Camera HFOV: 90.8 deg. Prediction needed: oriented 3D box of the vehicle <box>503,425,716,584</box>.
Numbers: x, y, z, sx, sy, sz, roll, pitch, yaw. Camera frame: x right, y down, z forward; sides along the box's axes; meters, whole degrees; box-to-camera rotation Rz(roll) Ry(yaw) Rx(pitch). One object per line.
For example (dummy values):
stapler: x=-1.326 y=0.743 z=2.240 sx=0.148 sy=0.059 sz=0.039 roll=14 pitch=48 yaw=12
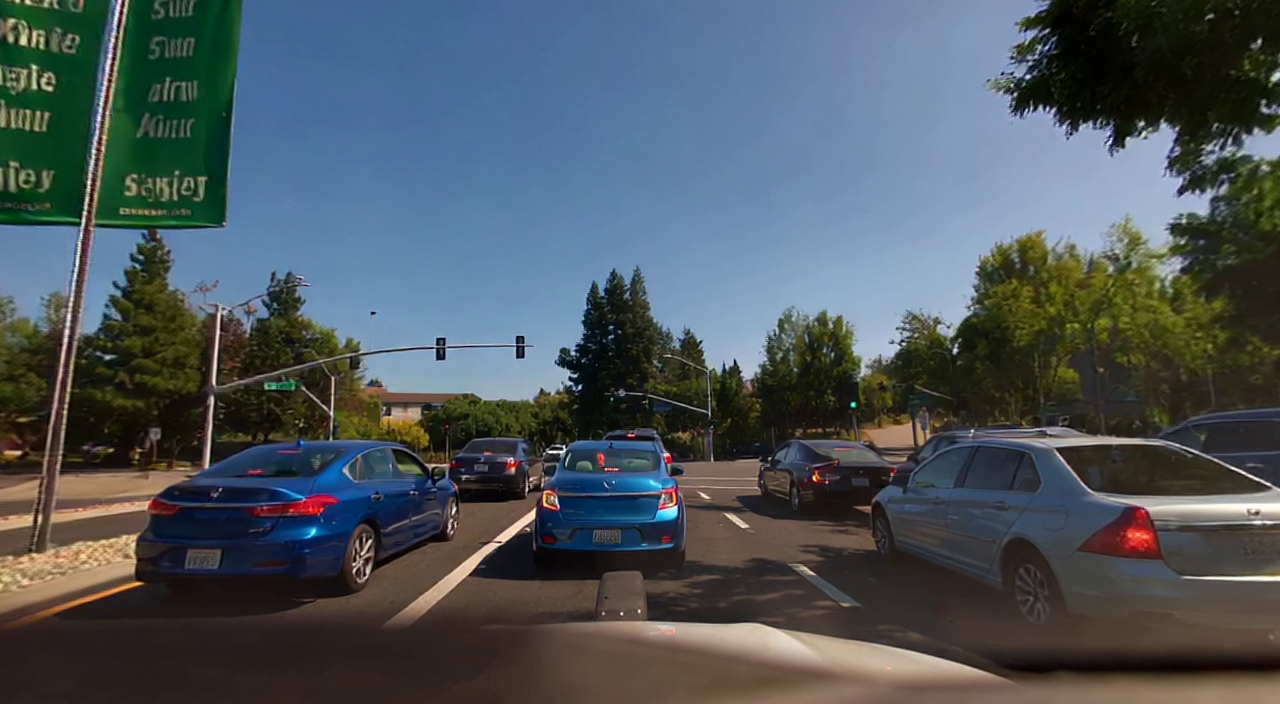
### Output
vehicle: x=-0.314 y=1.709 z=7.835 sx=1.994 sy=1.479 sz=3.647 roll=0 pitch=-9 yaw=-1

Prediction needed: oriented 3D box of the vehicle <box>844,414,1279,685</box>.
vehicle: x=3.594 y=1.424 z=5.771 sx=1.953 sy=1.471 sz=4.470 roll=0 pitch=-9 yaw=0

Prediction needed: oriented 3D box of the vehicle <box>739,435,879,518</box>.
vehicle: x=3.391 y=2.573 z=13.499 sx=1.852 sy=1.498 sz=3.825 roll=0 pitch=-9 yaw=-1

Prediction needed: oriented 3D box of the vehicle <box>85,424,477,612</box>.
vehicle: x=-3.362 y=1.619 z=7.084 sx=1.929 sy=1.457 sz=4.136 roll=0 pitch=-9 yaw=0
